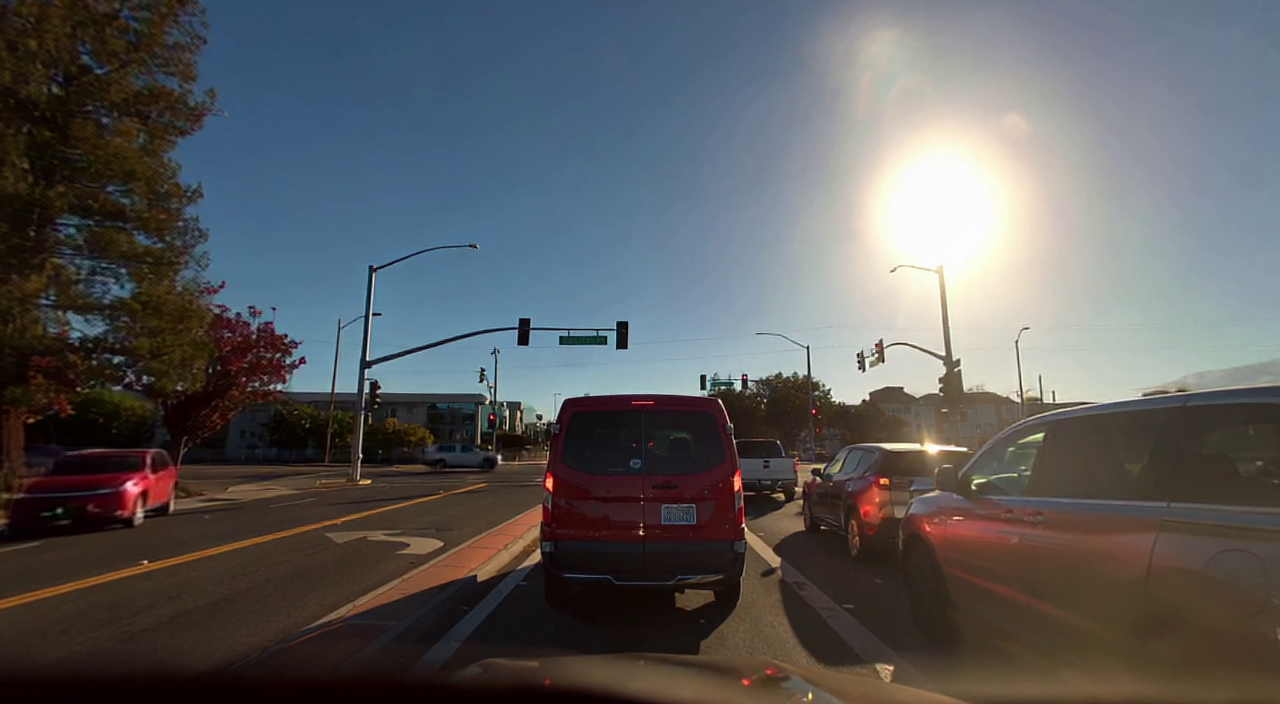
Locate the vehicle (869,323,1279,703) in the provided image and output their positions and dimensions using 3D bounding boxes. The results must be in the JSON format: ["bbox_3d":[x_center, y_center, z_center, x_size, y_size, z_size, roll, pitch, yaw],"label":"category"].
[{"bbox_3d":[2.903,0.948,3.165,1.971,1.663,4.287,0,-8,2],"label":"vehicle"}]

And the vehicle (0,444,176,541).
[{"bbox_3d":[-11.071,2.665,12.777,2.023,1.488,4.654,1,-8,-29],"label":"vehicle"}]

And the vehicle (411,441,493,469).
[{"bbox_3d":[-11.121,6.108,37.501,4.498,1.547,1.886,2,-9,-16],"label":"vehicle"}]

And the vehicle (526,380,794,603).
[{"bbox_3d":[0.180,1.466,7.443,2.185,1.822,4.391,0,-8,1],"label":"vehicle"}]
